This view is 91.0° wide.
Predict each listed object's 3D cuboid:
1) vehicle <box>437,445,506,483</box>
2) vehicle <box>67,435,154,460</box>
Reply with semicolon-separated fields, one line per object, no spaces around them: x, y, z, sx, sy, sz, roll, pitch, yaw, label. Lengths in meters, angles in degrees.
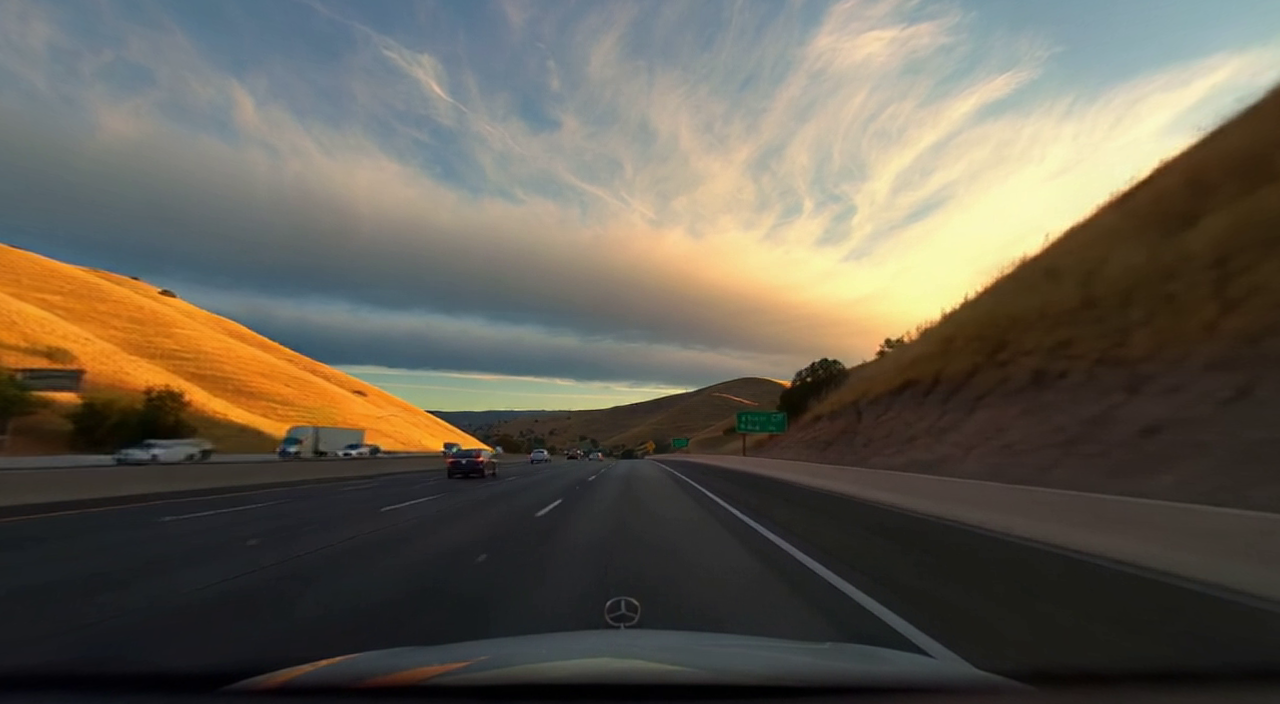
-7.709;5.172;29.299;2.045;1.624;4.338;0;-9;-1;vehicle
-33.668;6.108;40.224;1.878;1.518;4.427;1;-9;-3;vehicle
